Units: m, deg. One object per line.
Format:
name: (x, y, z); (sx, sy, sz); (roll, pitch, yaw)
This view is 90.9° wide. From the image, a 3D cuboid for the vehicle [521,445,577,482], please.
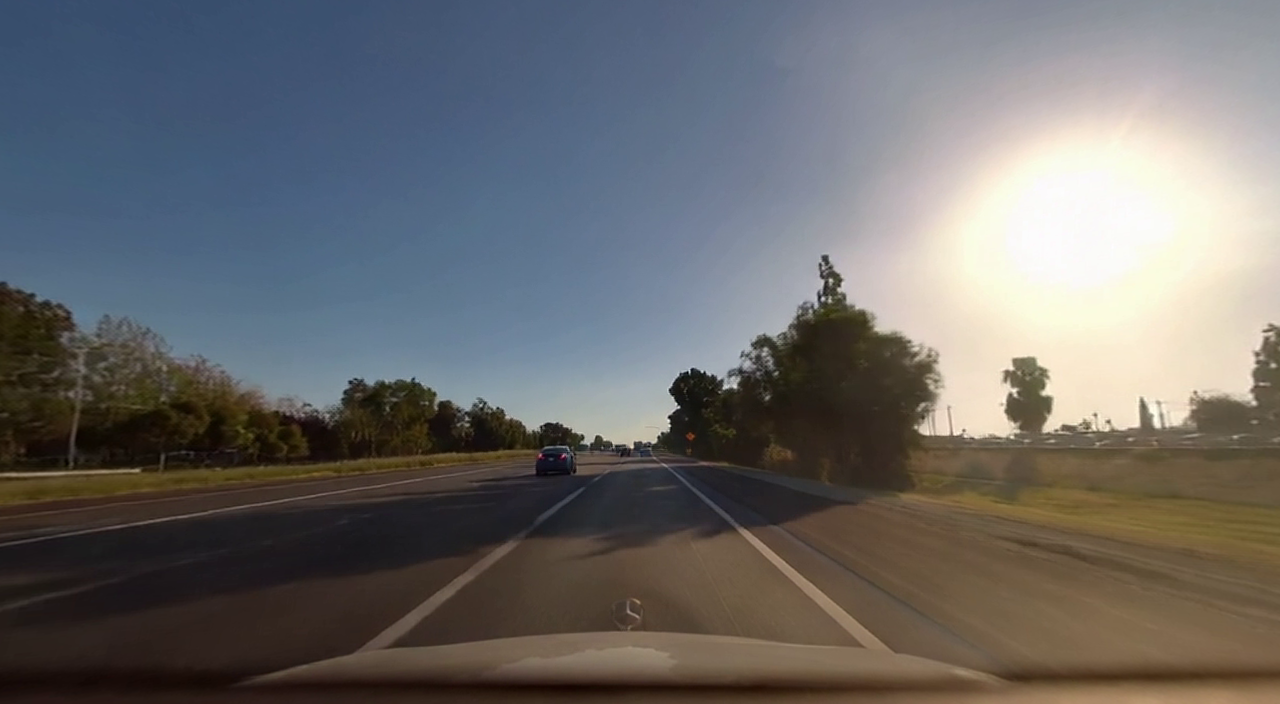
vehicle: (-3.857, 4.780, 27.367); (1.786, 1.488, 4.023); (0, -9, 1)
